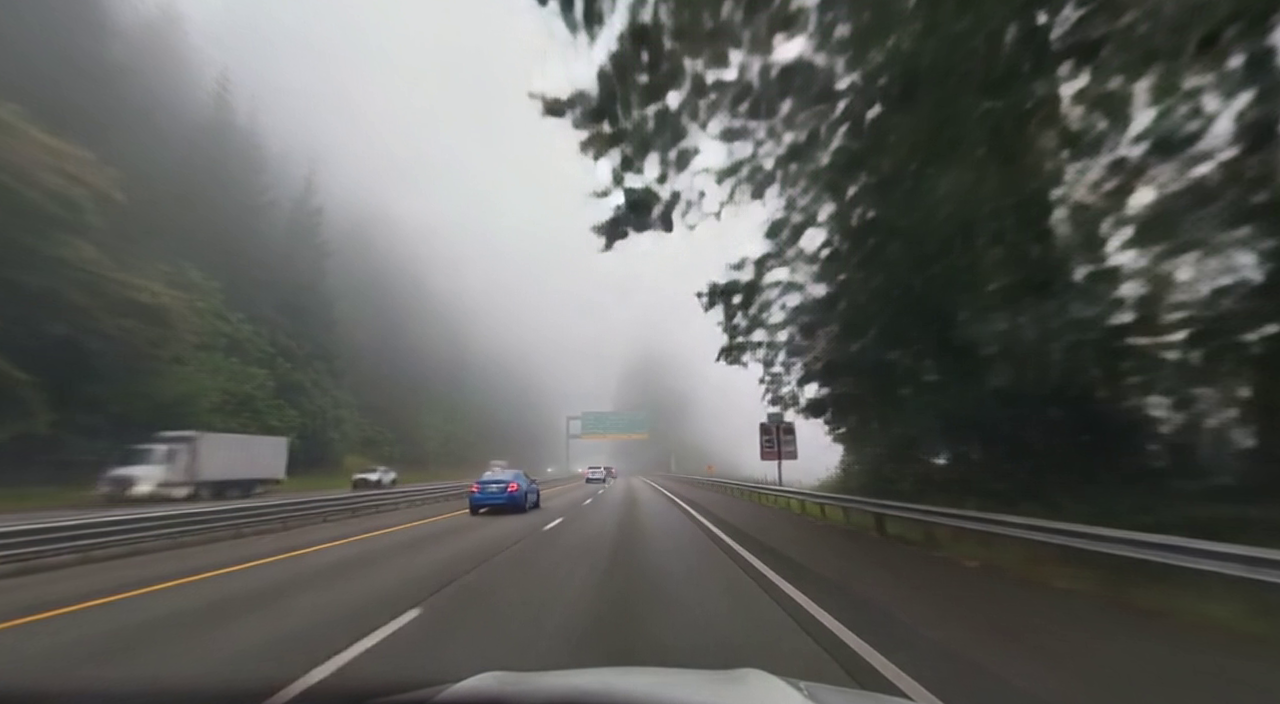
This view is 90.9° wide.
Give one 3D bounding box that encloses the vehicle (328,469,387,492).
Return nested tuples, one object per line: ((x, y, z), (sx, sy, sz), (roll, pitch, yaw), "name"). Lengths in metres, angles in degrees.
((-19.950, 9.076, 44.718), (2.002, 1.527, 4.619), (1, -11, 0), "vehicle")

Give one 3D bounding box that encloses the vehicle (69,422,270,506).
((-24.785, 6.151, 34.347), (2.968, 3.818, 10.189), (1, -11, 0), "vehicle")

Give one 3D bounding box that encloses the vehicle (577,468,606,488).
((-3.769, 9.908, 49.714), (1.954, 1.509, 4.094), (1, -11, 0), "vehicle")

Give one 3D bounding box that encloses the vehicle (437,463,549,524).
((-3.966, 3.922, 17.886), (1.995, 1.467, 4.467), (0, -11, 1), "vehicle")
